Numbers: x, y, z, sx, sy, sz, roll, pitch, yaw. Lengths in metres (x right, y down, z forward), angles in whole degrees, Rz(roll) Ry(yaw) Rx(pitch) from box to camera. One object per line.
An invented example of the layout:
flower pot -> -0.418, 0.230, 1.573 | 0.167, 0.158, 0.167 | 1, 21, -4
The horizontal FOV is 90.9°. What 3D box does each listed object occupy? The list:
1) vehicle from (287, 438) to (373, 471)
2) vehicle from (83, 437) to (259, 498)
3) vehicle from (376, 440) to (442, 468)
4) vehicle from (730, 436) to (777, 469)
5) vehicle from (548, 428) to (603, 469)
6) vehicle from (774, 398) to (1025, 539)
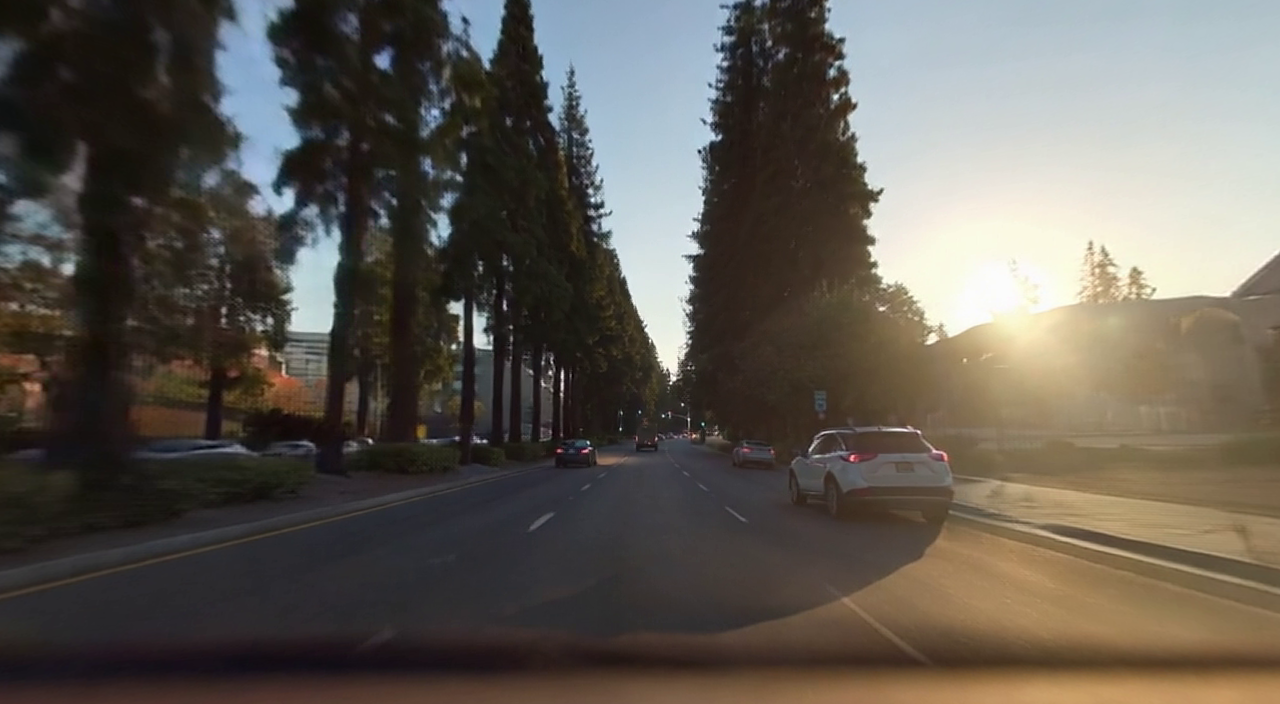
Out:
vehicle -> -16.688, 5.518, 34.239 | 2.176, 1.646, 4.643 | 0, -8, 1
vehicle -> -13.772, 3.383, 18.888 | 2.181, 1.604, 3.944 | 0, -9, 1
vehicle -> -12.955, 5.753, 35.682 | 1.897, 1.472, 4.592 | -1, -9, 2
vehicle -> 6.355, 5.682, 35.784 | 2.280, 1.757, 4.572 | -1, -9, 6
vehicle -> -3.251, 5.015, 32.896 | 2.255, 1.940, 4.822 | -1, -9, 2
vehicle -> 4.353, 2.116, 12.084 | 2.381, 2.008, 5.971 | 0, -9, 2
